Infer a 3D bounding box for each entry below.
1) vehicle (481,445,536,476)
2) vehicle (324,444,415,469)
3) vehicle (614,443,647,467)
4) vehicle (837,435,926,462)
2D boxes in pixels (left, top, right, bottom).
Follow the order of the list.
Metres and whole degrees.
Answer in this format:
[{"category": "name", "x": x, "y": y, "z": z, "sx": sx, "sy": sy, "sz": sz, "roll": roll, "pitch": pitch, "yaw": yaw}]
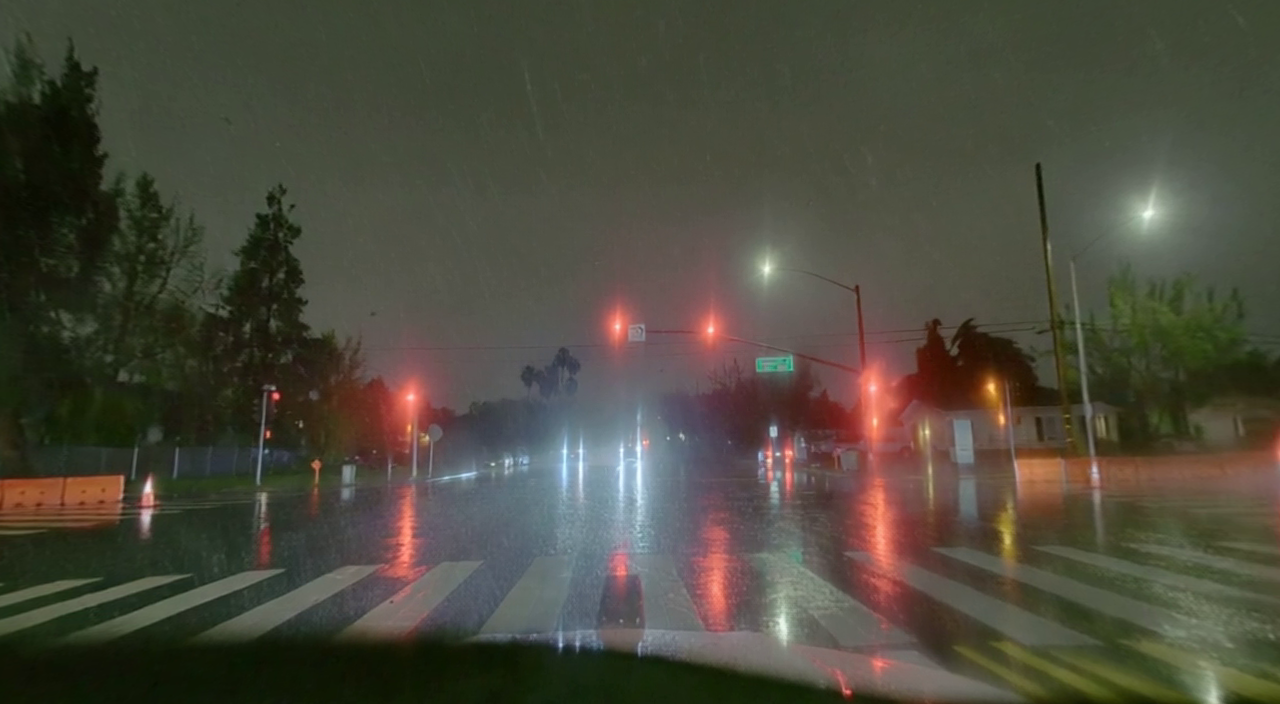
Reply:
[{"category": "vehicle", "x": -6.647, "y": 5.532, "z": 32.375, "sx": 1.881, "sy": 1.452, "sz": 4.121, "roll": 0, "pitch": -8, "yaw": 0}, {"category": "vehicle", "x": -16.448, "y": 6.372, "z": 38.581, "sx": 4.713, "sy": 1.409, "sz": 1.918, "roll": 0, "pitch": -8, "yaw": -2}, {"category": "vehicle", "x": -0.623, "y": 6.797, "z": 41.792, "sx": 2.105, "sy": 1.457, "sz": 4.173, "roll": 0, "pitch": -8, "yaw": -1}, {"category": "vehicle", "x": 15.331, "y": 6.176, "z": 40.324, "sx": 4.892, "sy": 1.656, "sz": 1.856, "roll": 0, "pitch": -8, "yaw": 0}]
